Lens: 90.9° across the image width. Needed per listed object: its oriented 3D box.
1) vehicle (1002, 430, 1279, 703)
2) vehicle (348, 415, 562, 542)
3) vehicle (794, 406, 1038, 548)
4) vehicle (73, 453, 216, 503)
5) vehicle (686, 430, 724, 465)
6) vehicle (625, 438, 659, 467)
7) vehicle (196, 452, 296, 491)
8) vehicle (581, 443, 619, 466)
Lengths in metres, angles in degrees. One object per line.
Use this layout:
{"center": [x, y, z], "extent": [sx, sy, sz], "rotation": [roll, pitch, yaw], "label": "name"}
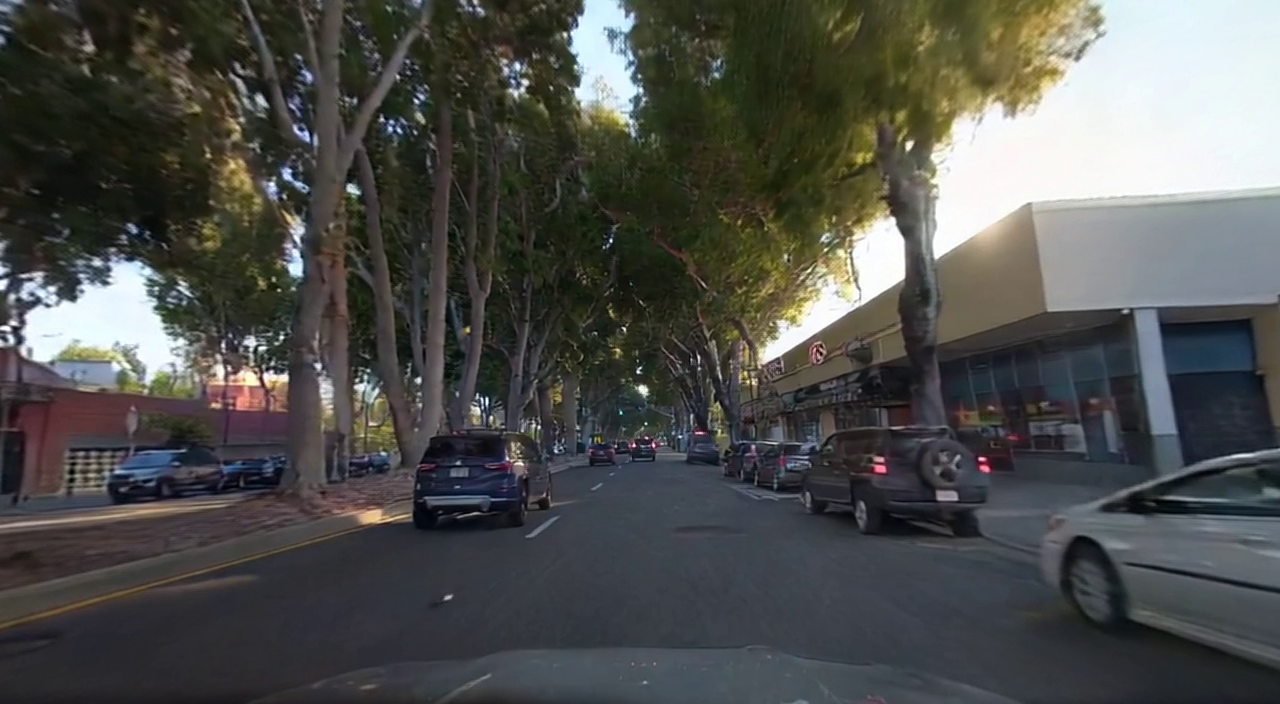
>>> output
{"center": [4.291, 1.156, 3.298], "extent": [1.898, 1.473, 4.709], "rotation": [0, -8, -1], "label": "vehicle"}
{"center": [-2.811, 2.069, 10.998], "extent": [2.186, 1.708, 4.746], "rotation": [0, -8, 1], "label": "vehicle"}
{"center": [4.345, 2.056, 11.040], "extent": [2.079, 1.910, 4.855], "rotation": [0, -9, 0], "label": "vehicle"}
{"center": [-18.982, 4.797, 24.478], "extent": [1.856, 1.674, 4.475], "rotation": [0, -8, 1], "label": "vehicle"}
{"center": [4.684, 7.014, 46.247], "extent": [2.265, 2.367, 5.235], "rotation": [0, -9, 0], "label": "vehicle"}
{"center": [0.174, 6.487, 40.972], "extent": [2.075, 1.770, 4.018], "rotation": [0, -8, 1], "label": "vehicle"}
{"center": [-18.815, 5.680, 30.391], "extent": [1.934, 1.673, 4.250], "rotation": [0, -8, 2], "label": "vehicle"}
{"center": [-2.717, 7.019, 43.360], "extent": [2.151, 1.484, 4.468], "rotation": [0, -8, 2], "label": "vehicle"}
